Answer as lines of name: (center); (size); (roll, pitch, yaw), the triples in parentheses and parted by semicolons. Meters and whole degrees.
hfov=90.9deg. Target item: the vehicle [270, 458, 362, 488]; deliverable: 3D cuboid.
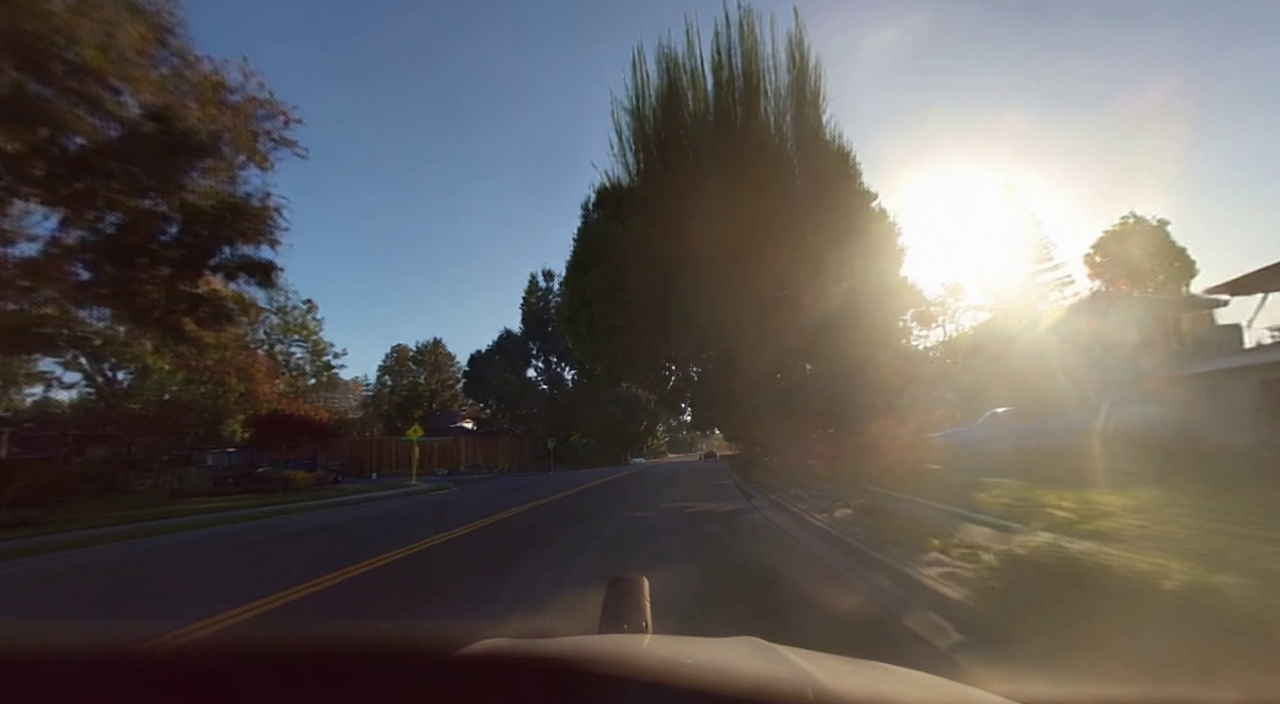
vehicle: (-18.374, 6.853, 35.838); (4.270, 1.481, 1.972); (-4, -9, 10)

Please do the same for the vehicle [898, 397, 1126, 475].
vehicle: (11.642, 2.752, 20.218); (5.704, 1.788, 2.095); (-7, -10, 9)

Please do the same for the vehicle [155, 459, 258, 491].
vehicle: (-25.159, 7.152, 36.666); (4.751, 1.489, 2.052); (-5, -9, 8)
